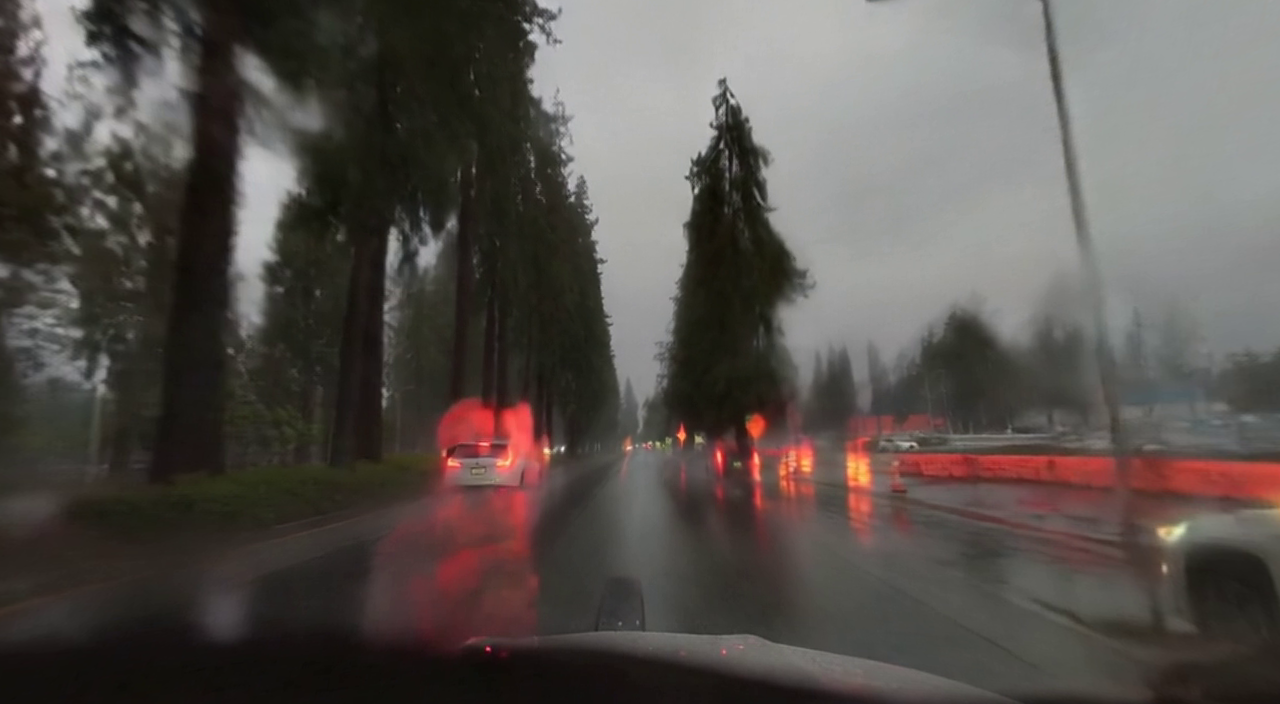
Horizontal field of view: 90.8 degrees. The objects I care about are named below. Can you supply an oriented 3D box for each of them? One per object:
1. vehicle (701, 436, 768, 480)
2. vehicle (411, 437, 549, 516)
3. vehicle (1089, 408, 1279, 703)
[{"bbox_3d":[4.122,4.730,28.451,2.159,1.793,4.735,0,-9,-1],"label":"vehicle"},{"bbox_3d":[-3.337,2.687,14.095,2.020,1.474,4.098,0,-9,0],"label":"vehicle"},{"bbox_3d":[4.068,0.926,2.463,1.827,1.491,3.743,0,-9,0],"label":"vehicle"}]
